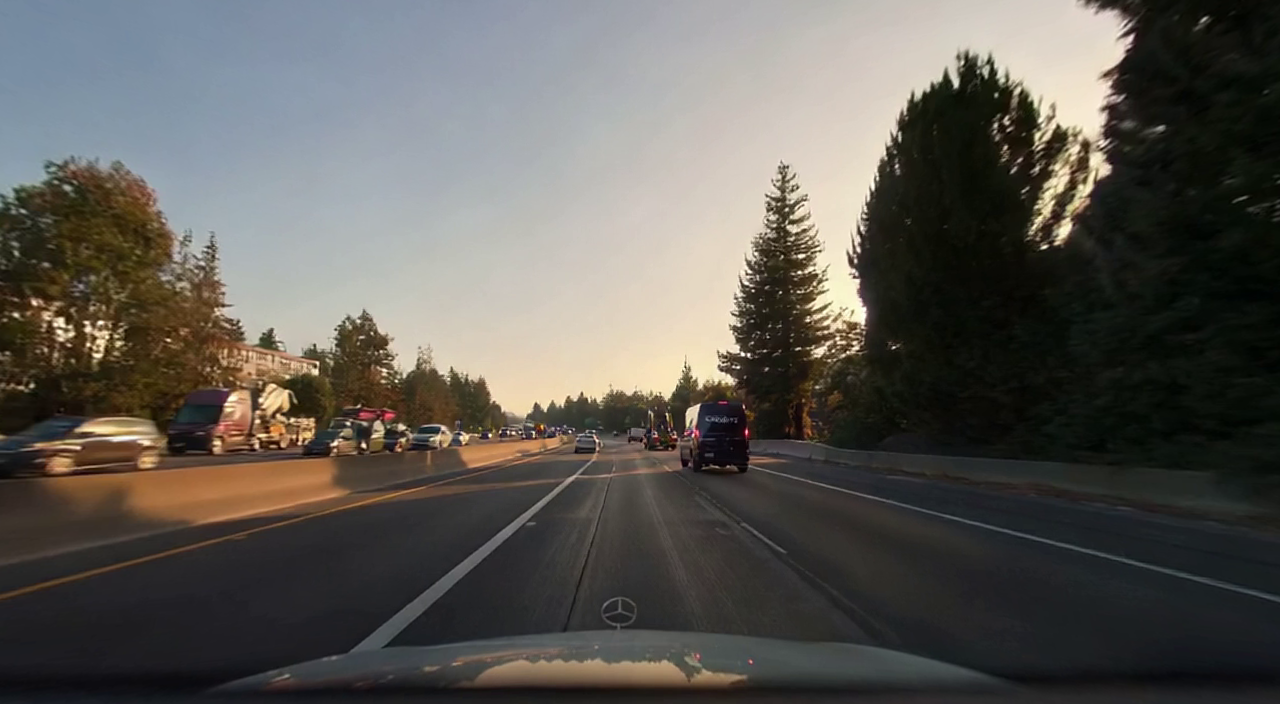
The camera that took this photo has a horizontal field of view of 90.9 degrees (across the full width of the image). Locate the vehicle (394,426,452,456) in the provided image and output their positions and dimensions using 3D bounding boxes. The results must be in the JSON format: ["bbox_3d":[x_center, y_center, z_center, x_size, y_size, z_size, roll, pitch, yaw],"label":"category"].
[{"bbox_3d":[-12.191,5.034,35.673,1.883,1.546,4.149,0,-8,-2],"label":"vehicle"}]

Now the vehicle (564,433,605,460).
[{"bbox_3d":[-3.249,5.631,37.693,2.217,1.502,4.222,0,-8,-2],"label":"vehicle"}]

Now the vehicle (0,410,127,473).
[{"bbox_3d":[-18.861,2.828,19.954,1.857,1.778,3.999,0,-8,-2],"label":"vehicle"}]

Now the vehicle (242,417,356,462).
[{"bbox_3d":[-15.050,3.908,28.273,2.387,1.839,5.110,0,-8,-2],"label":"vehicle"}]

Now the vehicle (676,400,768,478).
[{"bbox_3d":[2.839,3.226,23.472,2.386,2.509,5.880,0,-8,-3],"label":"vehicle"}]

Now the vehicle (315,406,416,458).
[{"bbox_3d":[-15.341,4.574,35.834,2.663,2.619,7.101,0,-8,-1],"label":"vehicle"}]

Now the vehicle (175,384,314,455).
[{"bbox_3d":[-23.016,4.122,37.446,2.994,3.779,8.255,0,-8,-1],"label":"vehicle"}]
